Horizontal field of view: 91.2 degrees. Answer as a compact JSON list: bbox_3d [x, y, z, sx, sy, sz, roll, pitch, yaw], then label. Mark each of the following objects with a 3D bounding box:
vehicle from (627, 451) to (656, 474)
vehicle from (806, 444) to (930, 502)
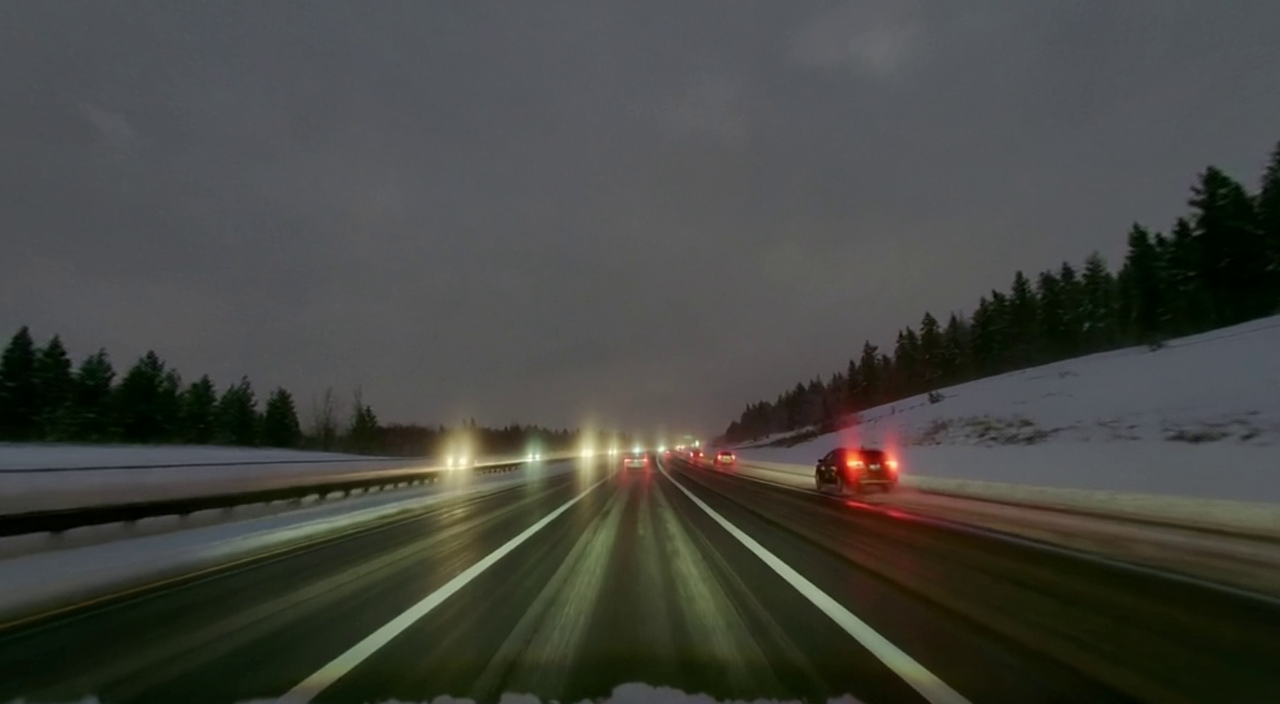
[{"bbox_3d":[0.131,8.122,46.299,2.025,1.526,4.181,-1,-9,1],"label":"vehicle"},{"bbox_3d":[6.823,3.648,19.378,2.008,1.533,4.592,-1,-9,-1],"label":"vehicle"}]
